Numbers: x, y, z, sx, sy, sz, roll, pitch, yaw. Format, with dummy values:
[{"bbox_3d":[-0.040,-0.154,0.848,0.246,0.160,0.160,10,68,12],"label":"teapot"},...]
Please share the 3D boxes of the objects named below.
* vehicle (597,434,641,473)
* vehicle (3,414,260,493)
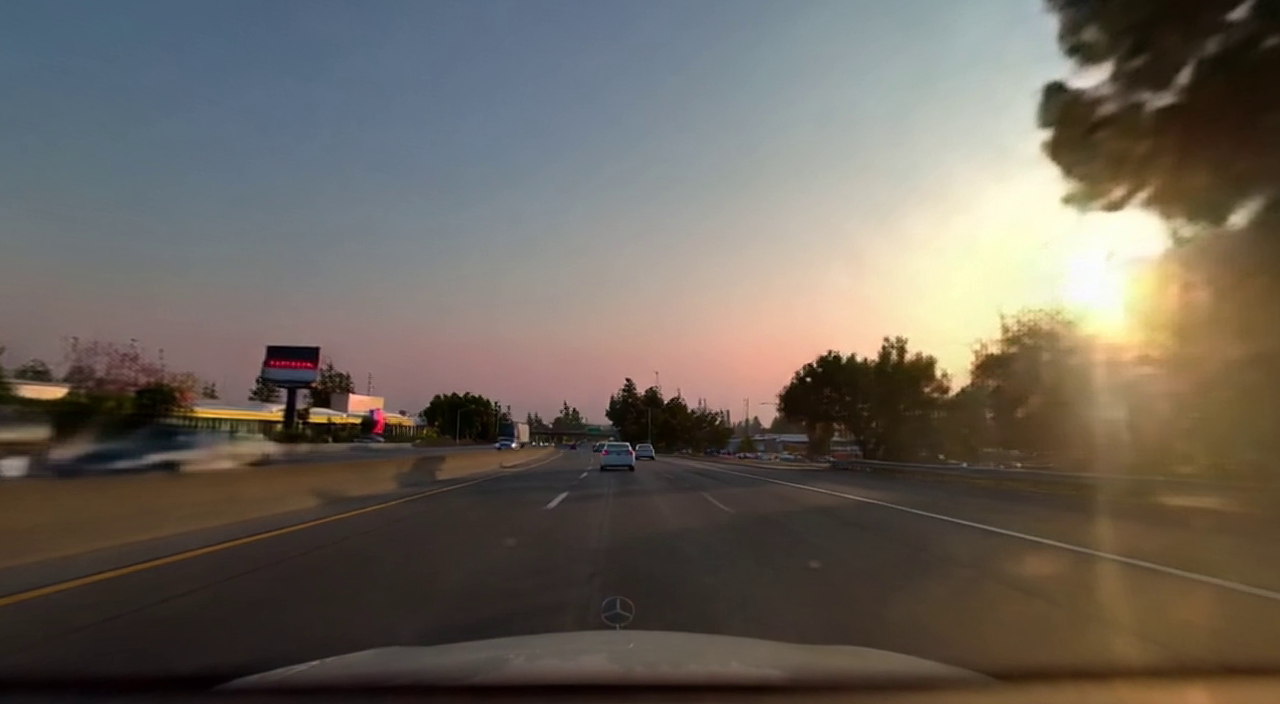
[{"bbox_3d":[-1.152,5.279,33.050,2.155,1.856,4.796,1,-9,-3],"label":"vehicle"},{"bbox_3d":[-11.285,2.331,14.637,2.073,1.508,4.703,0,-9,-1],"label":"vehicle"}]
